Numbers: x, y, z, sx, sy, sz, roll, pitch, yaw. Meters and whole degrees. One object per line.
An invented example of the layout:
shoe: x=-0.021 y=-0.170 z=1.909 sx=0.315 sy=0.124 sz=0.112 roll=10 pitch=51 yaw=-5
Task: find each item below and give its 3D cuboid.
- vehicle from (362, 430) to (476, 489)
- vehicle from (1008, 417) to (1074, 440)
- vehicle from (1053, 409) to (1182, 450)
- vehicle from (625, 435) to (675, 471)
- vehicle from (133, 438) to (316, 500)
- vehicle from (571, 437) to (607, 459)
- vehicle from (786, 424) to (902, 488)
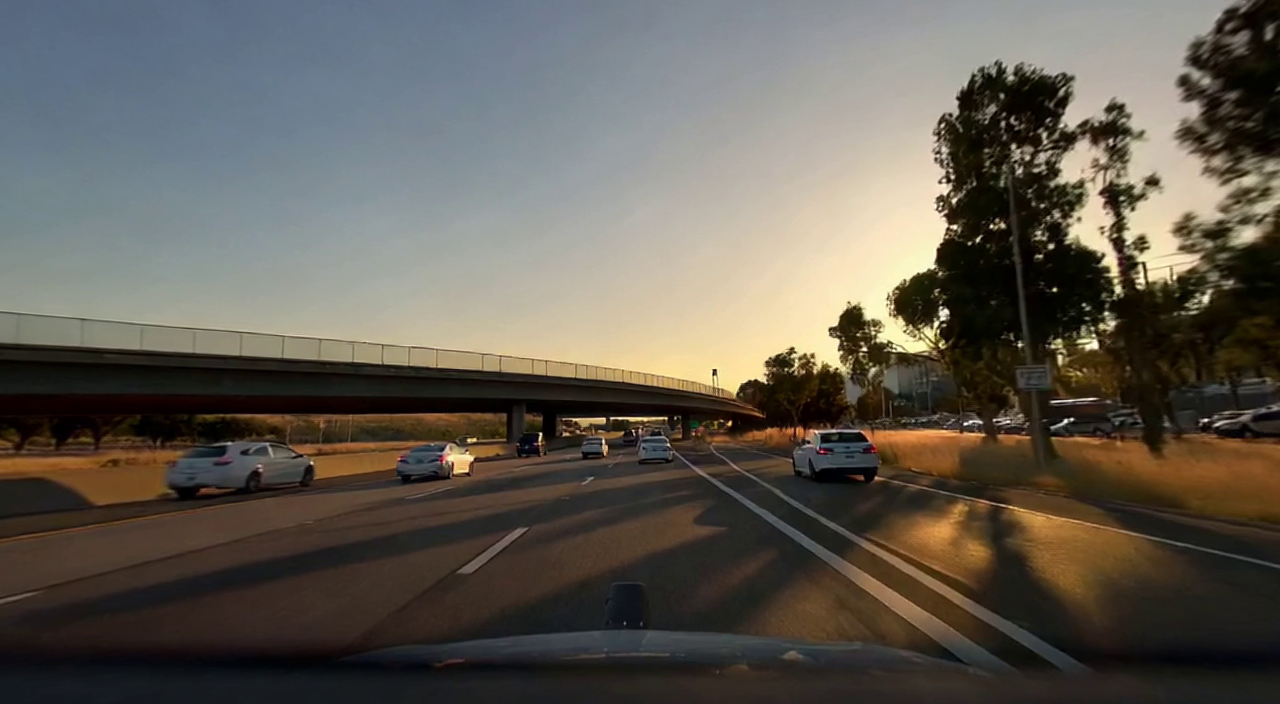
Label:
vehicle: x=-6.967 y=3.436 z=20.458 sx=2.067 sy=1.682 sz=4.388 roll=0 pitch=-9 yaw=1
vehicle: x=27.337 y=5.287 z=43.176 sx=1.835 sy=1.438 sz=4.615 roll=-1 pitch=-9 yaw=5
vehicle: x=18.821 y=3.141 z=25.176 sx=1.849 sy=1.496 sz=4.424 roll=0 pitch=-9 yaw=3
vehicle: x=0.425 y=4.582 z=28.785 sx=2.145 sy=1.493 sz=4.146 roll=0 pitch=-9 yaw=0
vehicle: x=-11.283 y=3.180 z=17.640 sx=1.858 sy=1.491 sz=4.734 roll=0 pitch=-9 yaw=1
vehicle: x=-3.376 y=6.498 z=42.739 sx=2.056 sy=1.405 sz=4.273 roll=0 pitch=-9 yaw=1
vehicle: x=5.900 y=3.078 z=18.894 sx=2.095 sy=1.674 sz=4.530 roll=0 pitch=-9 yaw=2
